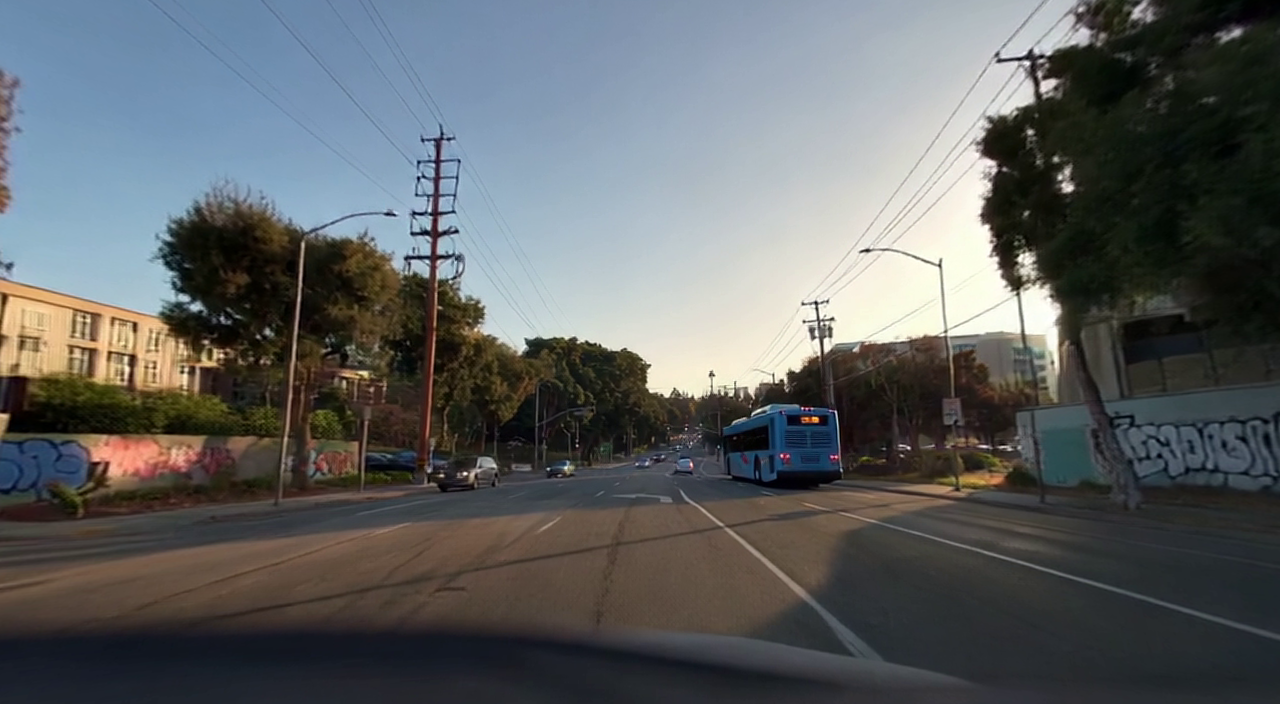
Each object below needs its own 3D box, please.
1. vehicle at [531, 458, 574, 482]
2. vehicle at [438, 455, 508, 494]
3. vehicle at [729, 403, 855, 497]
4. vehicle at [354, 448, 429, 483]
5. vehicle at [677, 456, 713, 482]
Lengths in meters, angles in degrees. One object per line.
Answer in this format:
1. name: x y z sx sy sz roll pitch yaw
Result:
1. vehicle: -6.776 9.167 49.366 2.017 1.659 4.405 -2 -9 9
2. vehicle: -8.181 6.038 31.430 2.011 1.672 4.637 -1 -8 3
3. vehicle: 6.471 4.520 29.609 3.045 3.447 12.604 0 -8 1
4. vehicle: -17.090 7.837 43.603 4.244 2.316 1.959 -1 -8 3
5. vehicle: 3.552 7.612 41.325 1.961 1.470 4.196 0 -8 0
